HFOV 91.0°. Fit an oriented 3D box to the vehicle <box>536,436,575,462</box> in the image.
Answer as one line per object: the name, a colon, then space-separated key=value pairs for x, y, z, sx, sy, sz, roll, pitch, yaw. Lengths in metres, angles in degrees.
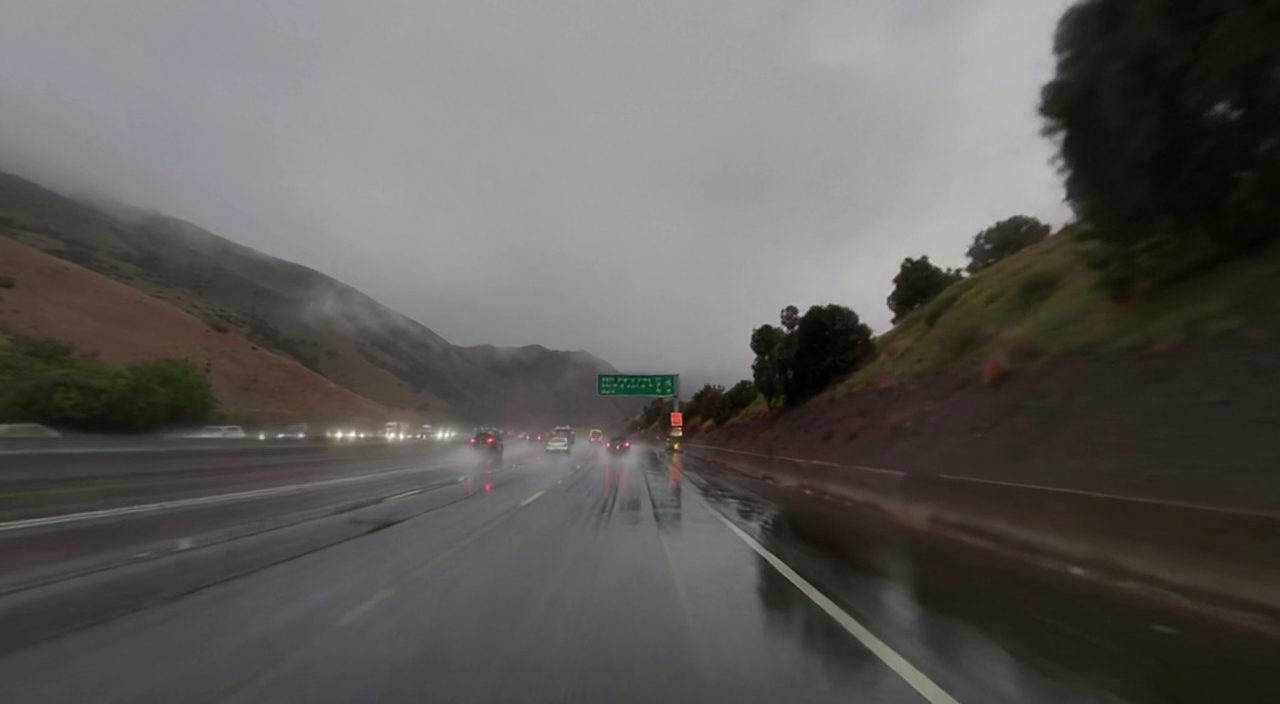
vehicle: x=-5.424 y=6.307 z=40.968 sx=2.060 sy=1.631 sz=4.214 roll=0 pitch=-8 yaw=-1

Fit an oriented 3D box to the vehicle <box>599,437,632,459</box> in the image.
vehicle: x=-1.867 y=7.331 z=48.255 sx=2.421 sy=1.594 sz=4.248 roll=0 pitch=-8 yaw=-2
